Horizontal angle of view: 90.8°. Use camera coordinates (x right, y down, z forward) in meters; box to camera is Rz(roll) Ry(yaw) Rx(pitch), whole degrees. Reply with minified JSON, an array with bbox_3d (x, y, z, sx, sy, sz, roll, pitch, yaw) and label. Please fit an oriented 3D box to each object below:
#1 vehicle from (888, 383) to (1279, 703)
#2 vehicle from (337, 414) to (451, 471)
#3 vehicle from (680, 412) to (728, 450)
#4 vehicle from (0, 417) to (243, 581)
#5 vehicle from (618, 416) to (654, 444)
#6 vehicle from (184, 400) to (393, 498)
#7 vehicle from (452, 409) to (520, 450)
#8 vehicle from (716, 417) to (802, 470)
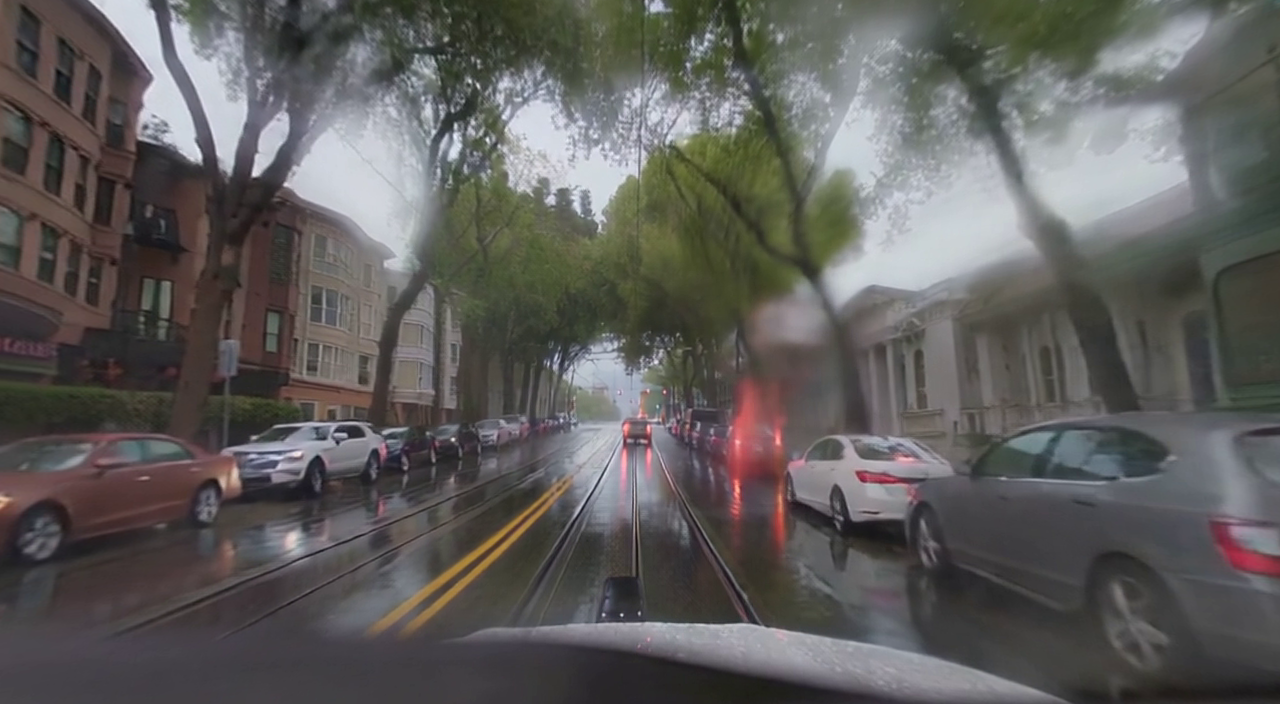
[{"bbox_3d":[3.920,1.323,5.309,1.929,1.723,4.134,0,-8,-1],"label":"vehicle"},{"bbox_3d":[-7.356,2.852,19.435,1.756,1.492,4.426,2,-10,-1],"label":"vehicle"},{"bbox_3d":[3.703,4.640,37.895,2.242,2.000,6.340,1,-5,0],"label":"vehicle"},{"bbox_3d":[-7.327,1.682,8.241,1.779,1.588,3.953,2,-7,-2],"label":"vehicle"},{"bbox_3d":[-0.217,4.561,36.637,1.984,1.571,3.404,0,-8,-1],"label":"vehicle"},{"bbox_3d":[-7.391,2.142,13.981,1.861,1.751,4.550,1,-9,2],"label":"vehicle"},{"bbox_3d":[-7.331,3.815,30.606,2.049,1.821,5.066,0,-8,0],"label":"vehicle"},{"bbox_3d":[3.805,3.053,21.019,1.890,1.559,4.281,0,-8,-2],"label":"vehicle"}]
